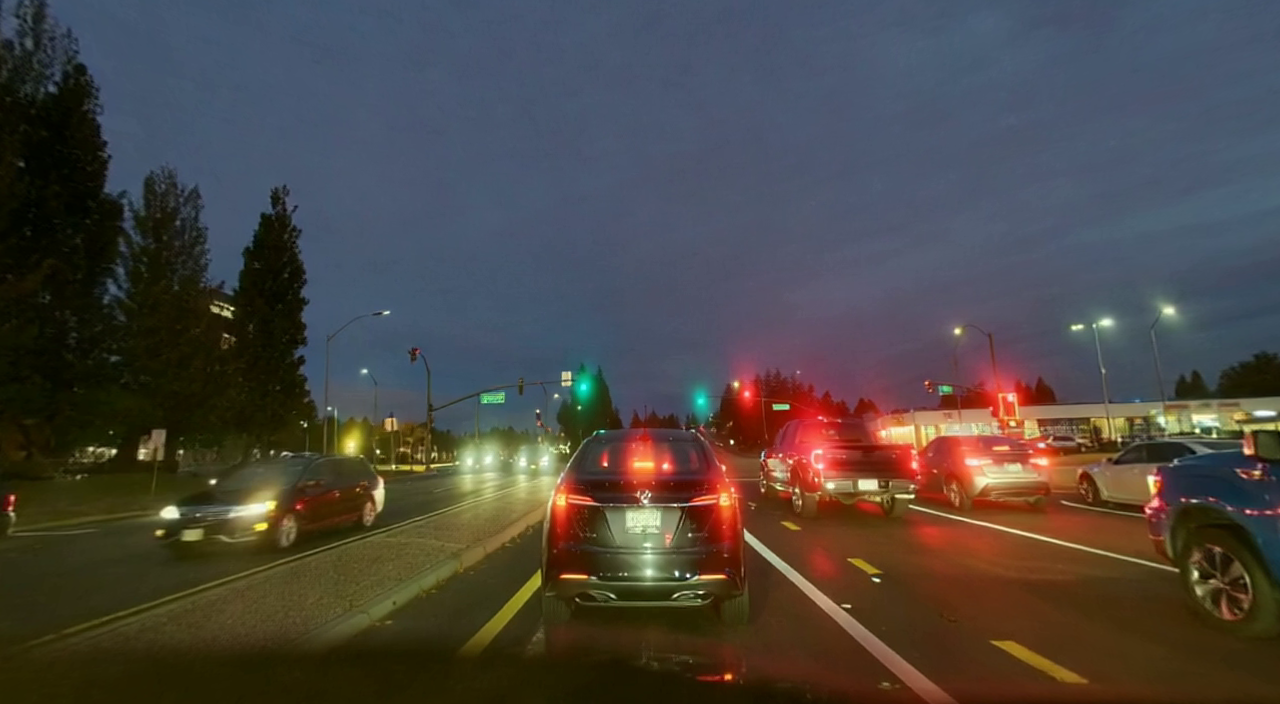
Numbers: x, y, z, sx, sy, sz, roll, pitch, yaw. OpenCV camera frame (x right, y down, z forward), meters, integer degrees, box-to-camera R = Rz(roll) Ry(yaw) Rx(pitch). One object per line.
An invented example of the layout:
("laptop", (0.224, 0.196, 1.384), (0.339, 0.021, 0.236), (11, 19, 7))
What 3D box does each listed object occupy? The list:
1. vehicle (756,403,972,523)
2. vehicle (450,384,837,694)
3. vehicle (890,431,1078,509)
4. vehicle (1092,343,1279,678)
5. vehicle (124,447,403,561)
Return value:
("vehicle", (4.169, 2.213, 13.117), (2.319, 1.930, 5.651), (0, -8, -1))
("vehicle", (-0.014, 1.310, 5.522), (2.116, 1.677, 3.948), (0, -8, -1))
("vehicle", (7.590, 2.617, 14.530), (1.856, 1.487, 4.454), (-1, -8, 1))
("vehicle", (4.462, 0.716, 2.453), (2.019, 1.803, 4.634), (-1, -8, 2))
("vehicle", (-6.026, 2.423, 10.959), (2.005, 1.503, 4.559), (-1, -8, 1))
